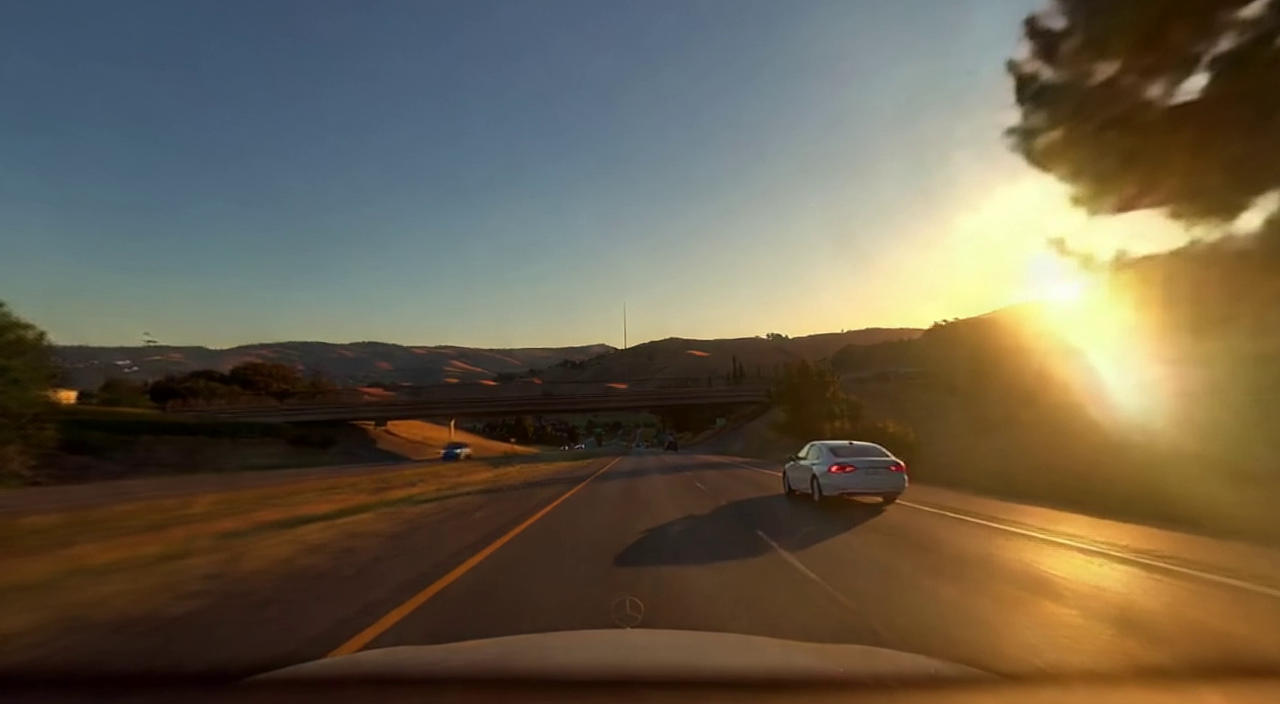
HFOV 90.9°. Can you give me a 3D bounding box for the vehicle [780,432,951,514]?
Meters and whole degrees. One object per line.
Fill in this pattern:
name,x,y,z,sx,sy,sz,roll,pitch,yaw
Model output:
vehicle,4.695,2.591,14.057,2.027,1.487,4.718,0,-8,-1
